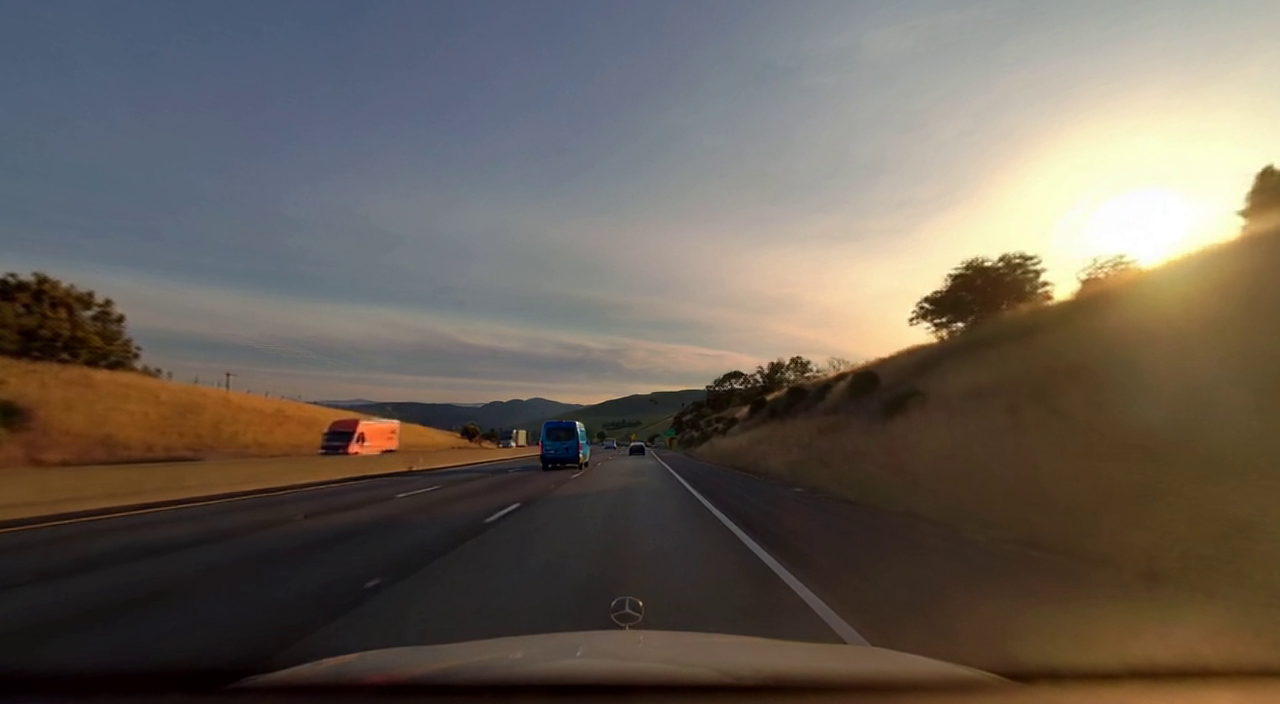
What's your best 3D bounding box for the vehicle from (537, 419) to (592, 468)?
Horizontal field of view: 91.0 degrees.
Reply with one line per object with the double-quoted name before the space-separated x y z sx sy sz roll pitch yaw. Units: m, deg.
"vehicle" -4.011 5.002 34.434 2.329 2.483 5.428 0 -8 0
